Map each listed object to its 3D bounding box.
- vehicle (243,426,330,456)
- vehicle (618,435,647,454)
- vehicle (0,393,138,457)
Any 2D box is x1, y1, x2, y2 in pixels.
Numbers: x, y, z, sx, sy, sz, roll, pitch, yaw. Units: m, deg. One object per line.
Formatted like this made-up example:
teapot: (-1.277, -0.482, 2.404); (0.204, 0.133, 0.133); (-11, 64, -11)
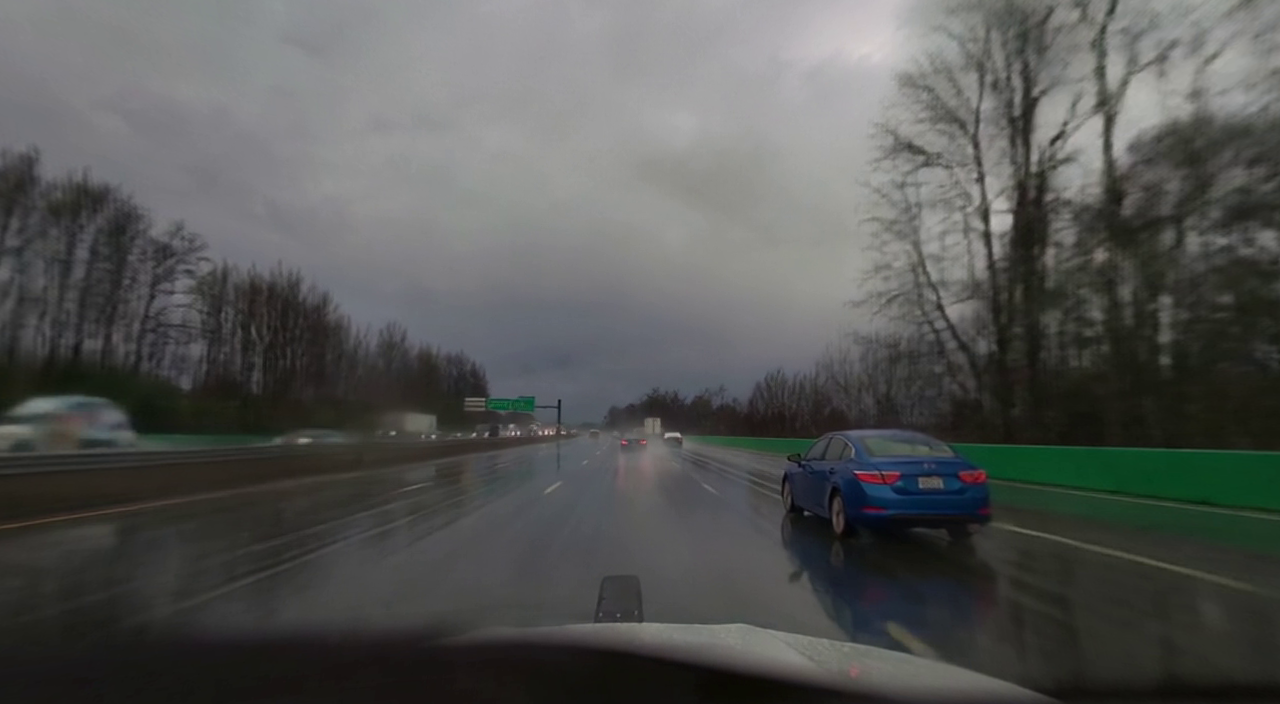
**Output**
vehicle: (-18.477, 4.684, 33.146); (1.896, 1.484, 4.705); (0, -8, 0)
vehicle: (-0.643, 7.216, 49.104); (2.121, 1.445, 4.187); (0, -8, -2)
vehicle: (-26.308, 3.361, 28.439); (2.310, 2.581, 5.922); (0, -8, -1)
